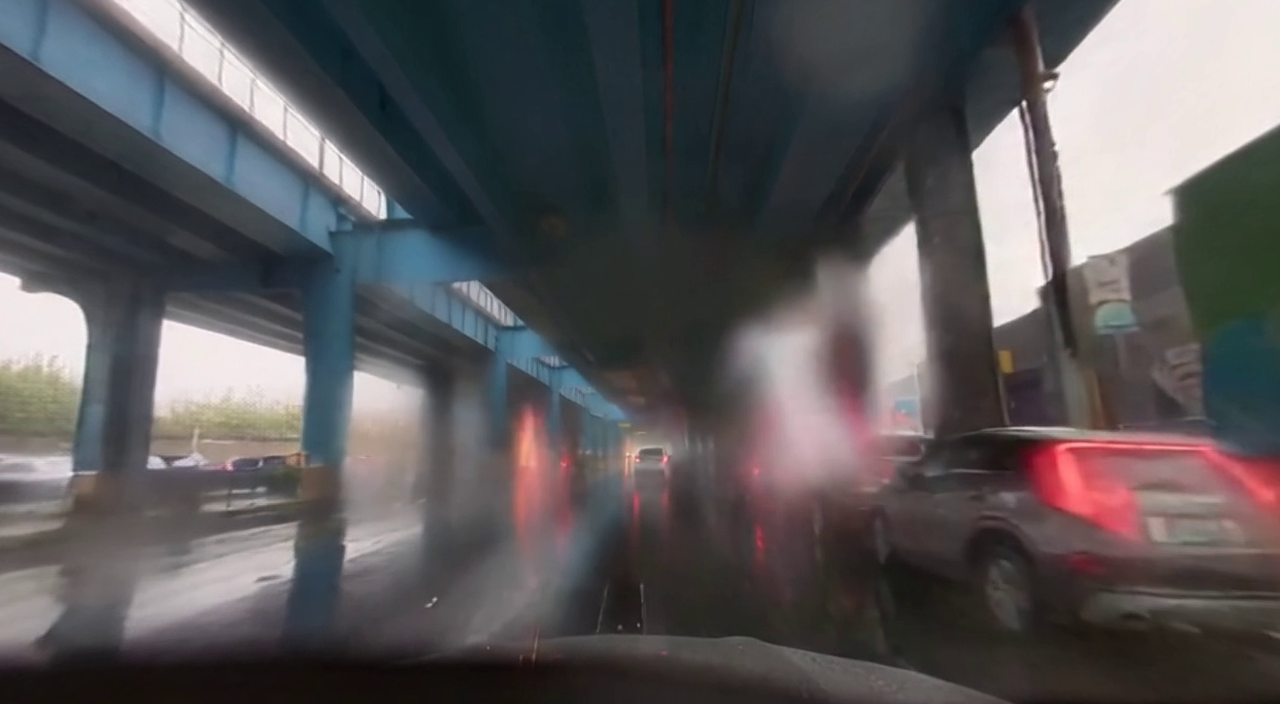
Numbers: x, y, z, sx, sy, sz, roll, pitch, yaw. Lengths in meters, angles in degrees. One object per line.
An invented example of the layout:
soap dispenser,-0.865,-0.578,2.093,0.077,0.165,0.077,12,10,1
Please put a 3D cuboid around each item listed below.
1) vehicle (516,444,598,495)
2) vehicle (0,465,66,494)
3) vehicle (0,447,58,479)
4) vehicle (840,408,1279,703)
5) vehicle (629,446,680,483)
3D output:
vehicle,-2.681,3.952,21.541,2.024,1.533,4.549,-1,-9,2
vehicle,-35.847,7.361,36.430,3.720,1.546,1.922,6,-11,-34
vehicle,-34.876,6.111,34.555,4.221,1.638,2.040,5,-12,-37
vehicle,3.282,1.379,5.113,1.983,1.589,4.010,0,-9,0
vehicle,0.670,5.072,28.651,2.155,1.571,3.734,-1,-9,2
